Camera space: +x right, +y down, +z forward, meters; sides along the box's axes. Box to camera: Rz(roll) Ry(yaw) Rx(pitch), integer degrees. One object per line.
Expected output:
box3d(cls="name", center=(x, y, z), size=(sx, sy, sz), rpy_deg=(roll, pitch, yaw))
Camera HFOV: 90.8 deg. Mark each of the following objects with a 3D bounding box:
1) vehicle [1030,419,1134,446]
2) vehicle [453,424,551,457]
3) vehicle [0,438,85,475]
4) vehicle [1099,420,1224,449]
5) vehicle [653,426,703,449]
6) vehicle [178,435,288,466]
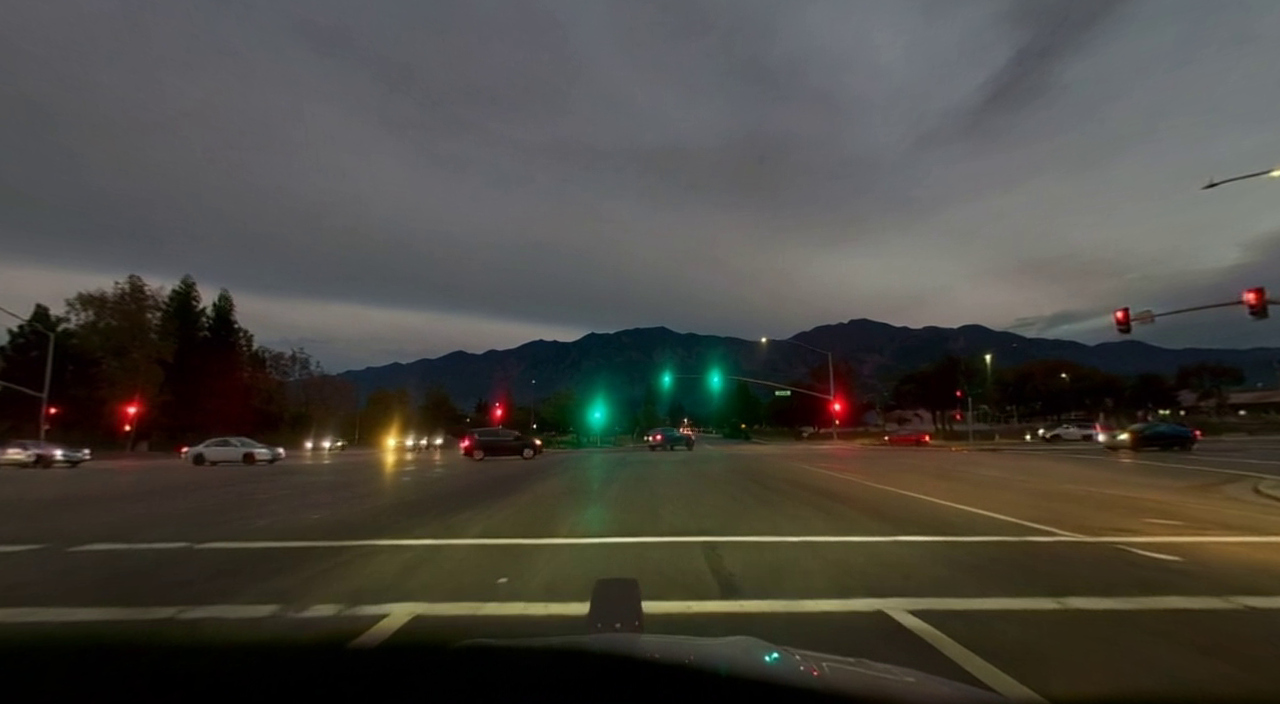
box3d(cls="vehicle", center=(28.327, 5.228, 40.641), size=(5.100, 1.680, 2.055), rpy_deg=(0, -8, 1))
box3d(cls="vehicle", center=(-8.202, 5.294, 37.699), size=(5.228, 1.805, 2.246), rpy_deg=(5, -10, -30))
box3d(cls="vehicle", center=(-30.872, 5.122, 31.167), size=(4.812, 1.735, 2.105), rpy_deg=(0, -8, -2))
box3d(cls="vehicle", center=(27.300, 4.360, 33.199), size=(4.778, 1.495, 1.959), rpy_deg=(0, -8, 0))
box3d(cls="vehicle", center=(3.048, 6.780, 49.998), size=(2.020, 1.713, 4.547), rpy_deg=(-5, -10, 32))
box3d(cls="vehicle", center=(-20.859, 5.057, 32.564), size=(4.218, 1.542, 2.044), rpy_deg=(1, -8, -9))
